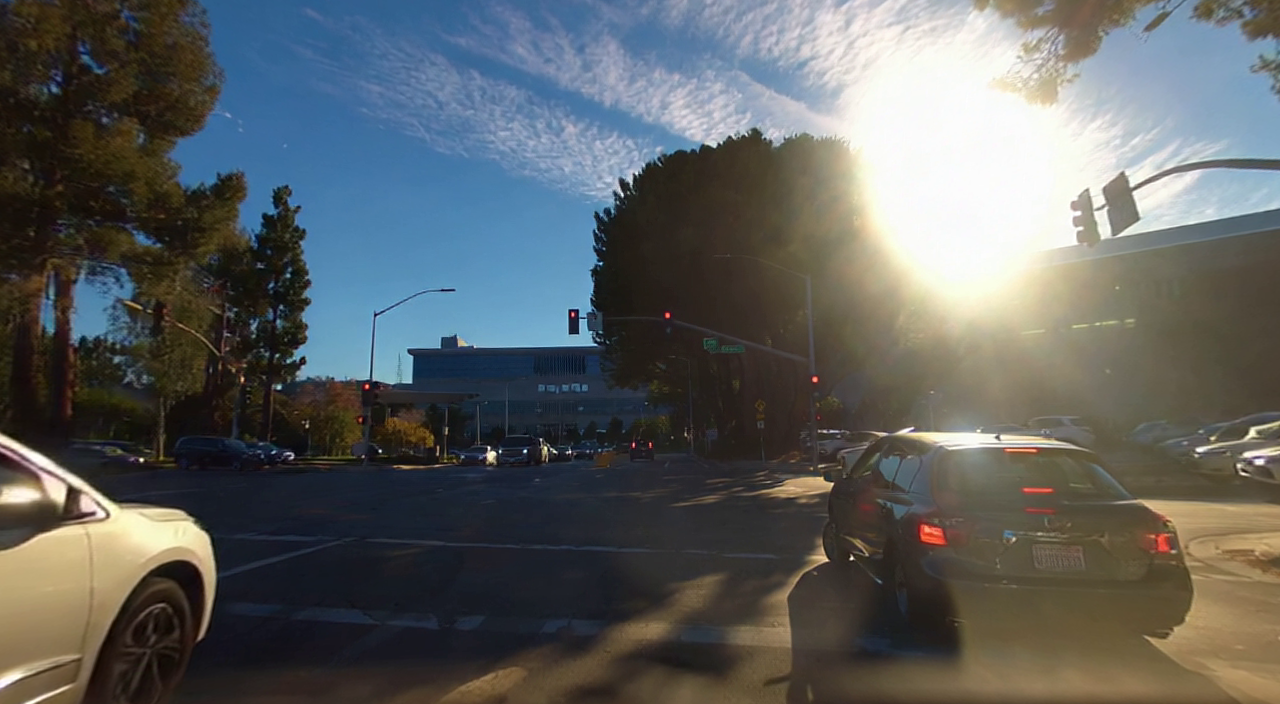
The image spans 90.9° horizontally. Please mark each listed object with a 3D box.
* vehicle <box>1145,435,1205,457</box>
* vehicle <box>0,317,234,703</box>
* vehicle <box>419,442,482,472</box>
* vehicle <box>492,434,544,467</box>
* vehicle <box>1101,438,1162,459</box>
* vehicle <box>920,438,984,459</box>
[{"bbox_3d":[41.166,7.284,48.627,1.767,1.456,4.191,-4,-11,15],"label":"vehicle"},{"bbox_3d":[-3.451,0.621,1.444,2.000,1.789,4.638,0,-8,-2],"label":"vehicle"},{"bbox_3d":[-10.632,5.907,35.695,2.041,1.548,4.868,0,-8,0],"label":"vehicle"},{"bbox_3d":[-7.161,5.850,37.457,2.081,1.818,4.782,0,-8,1],"label":"vehicle"},{"bbox_3d":[38.487,7.555,49.506,1.837,1.514,4.786,-2,-9,13],"label":"vehicle"},{"bbox_3d":[21.467,6.650,43.374,3.576,1.425,1.702,2,-9,-12],"label":"vehicle"}]
